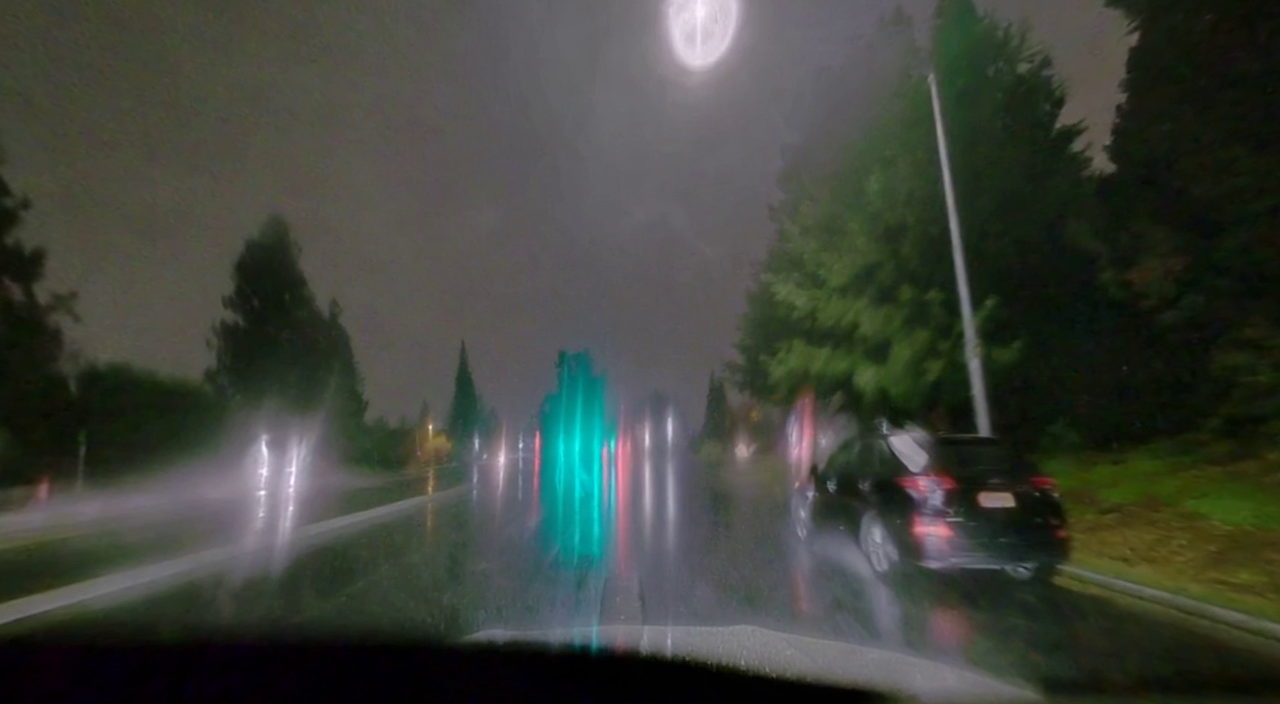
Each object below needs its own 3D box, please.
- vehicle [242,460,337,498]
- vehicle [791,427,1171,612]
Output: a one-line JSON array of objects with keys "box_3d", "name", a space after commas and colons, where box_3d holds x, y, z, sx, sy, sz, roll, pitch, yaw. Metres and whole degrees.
[{"box_3d": [-15.817, 5.721, 28.820, 1.880, 1.485, 4.476, 0, -8, -2], "name": "vehicle"}, {"box_3d": [3.354, 1.710, 7.458, 1.989, 1.504, 4.342, 0, -8, -1], "name": "vehicle"}]
